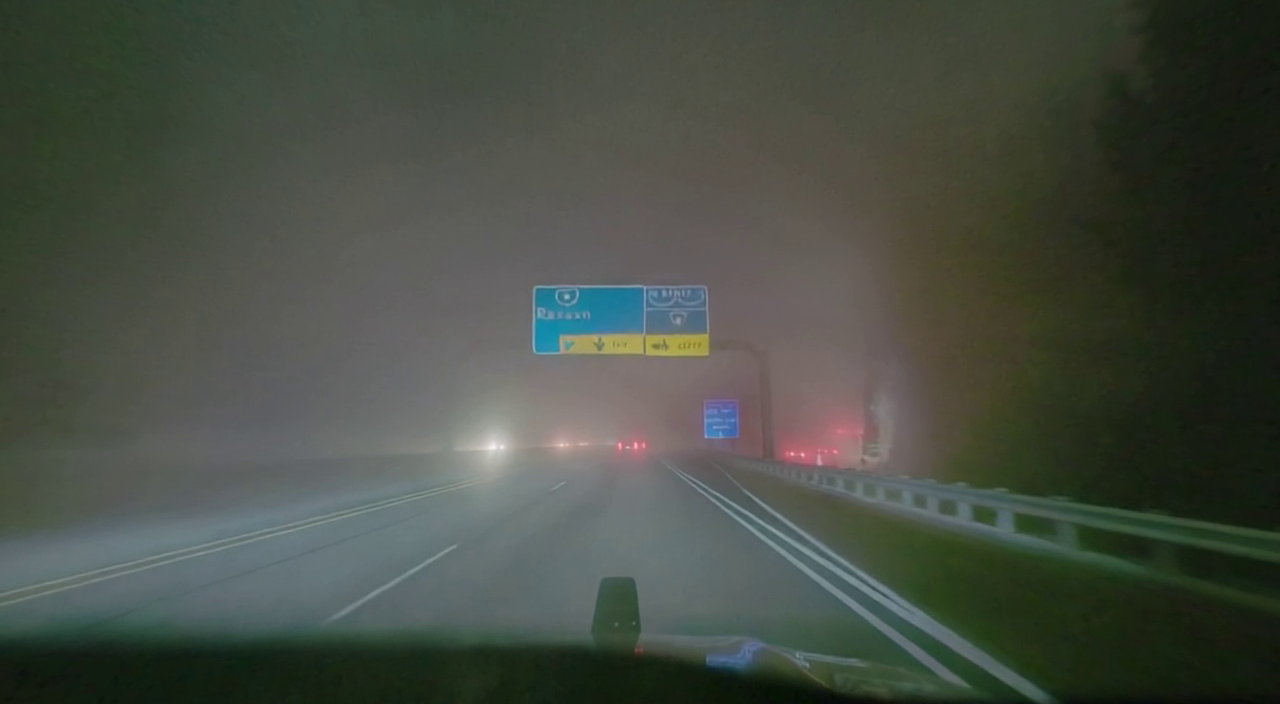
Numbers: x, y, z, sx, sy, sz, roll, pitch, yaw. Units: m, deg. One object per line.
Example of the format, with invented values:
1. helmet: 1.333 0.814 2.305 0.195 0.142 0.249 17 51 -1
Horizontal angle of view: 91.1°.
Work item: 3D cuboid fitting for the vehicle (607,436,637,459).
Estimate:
1. vehicle: -1.225 6.647 43.826 2.025 1.519 3.924 0 -8 -1
